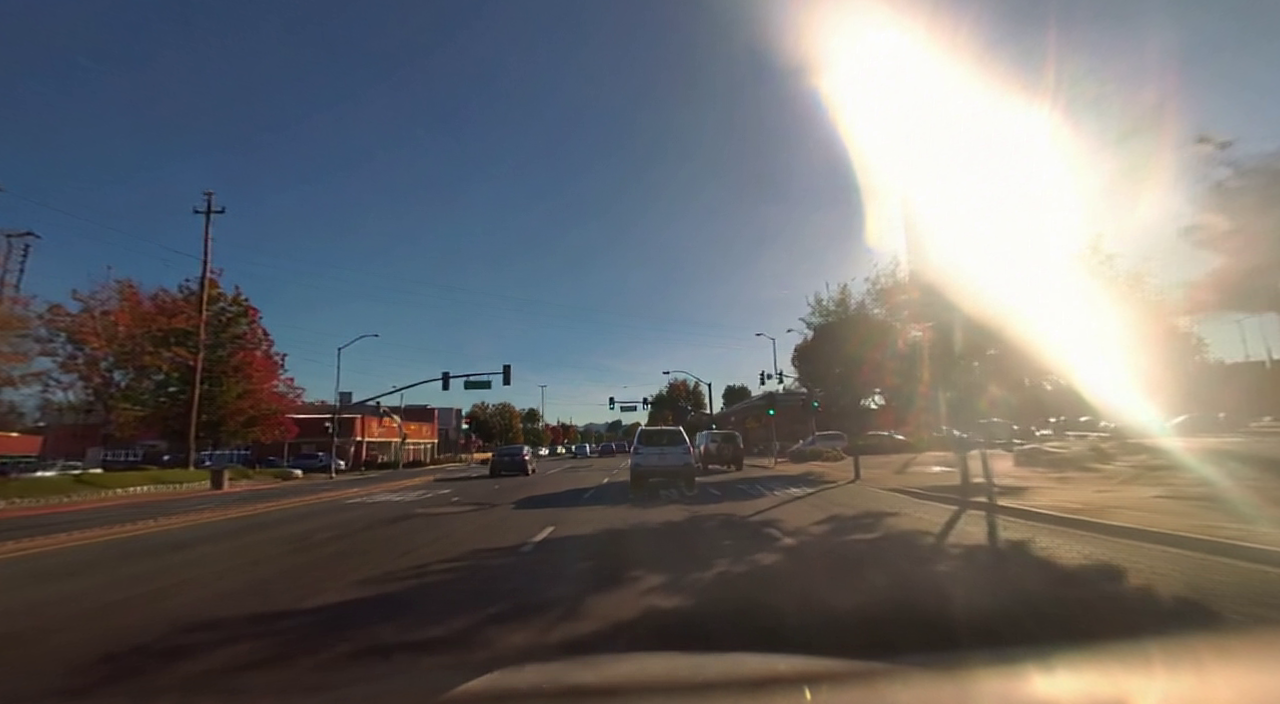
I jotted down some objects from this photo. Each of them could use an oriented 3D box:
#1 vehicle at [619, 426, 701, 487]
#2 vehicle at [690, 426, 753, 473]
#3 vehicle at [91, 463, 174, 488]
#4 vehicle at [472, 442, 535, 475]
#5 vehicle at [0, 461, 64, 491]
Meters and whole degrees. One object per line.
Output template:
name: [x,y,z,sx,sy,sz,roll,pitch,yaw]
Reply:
vehicle: [0.608,3.581,21.977,2.513,1.854,5.235,0,-8,0]
vehicle: [3.978,4.914,31.988,2.452,2.148,5.877,0,-8,0]
vehicle: [-34.041,8.287,42.491,1.819,1.433,4.403,-1,-8,2]
vehicle: [-6.442,5.095,30.374,1.966,1.461,4.422,0,-8,1]
vehicle: [-42.165,8.238,41.966,2.140,1.827,5.805,0,-8,1]
